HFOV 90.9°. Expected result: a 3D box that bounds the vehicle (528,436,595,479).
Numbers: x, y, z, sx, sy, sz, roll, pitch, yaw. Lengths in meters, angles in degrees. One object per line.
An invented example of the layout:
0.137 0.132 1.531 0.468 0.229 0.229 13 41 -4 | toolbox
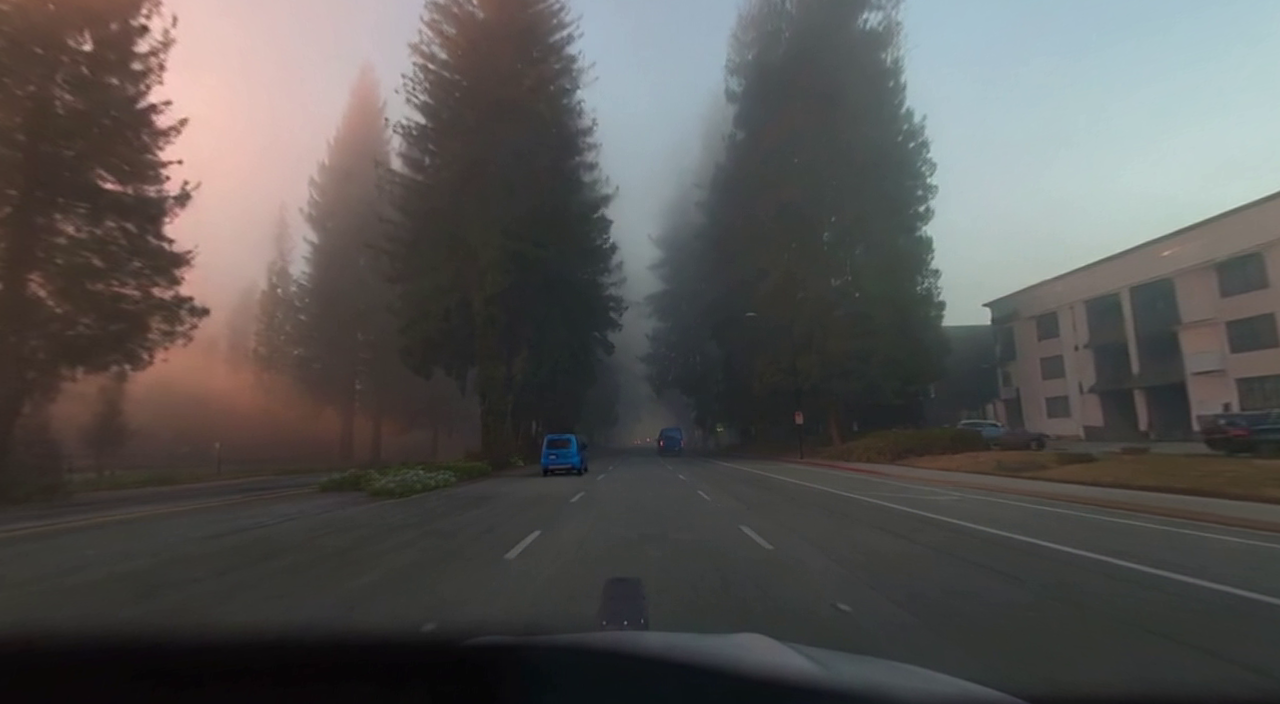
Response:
-3.161 4.376 26.378 2.129 1.602 4.532 0 -8 1 | vehicle
